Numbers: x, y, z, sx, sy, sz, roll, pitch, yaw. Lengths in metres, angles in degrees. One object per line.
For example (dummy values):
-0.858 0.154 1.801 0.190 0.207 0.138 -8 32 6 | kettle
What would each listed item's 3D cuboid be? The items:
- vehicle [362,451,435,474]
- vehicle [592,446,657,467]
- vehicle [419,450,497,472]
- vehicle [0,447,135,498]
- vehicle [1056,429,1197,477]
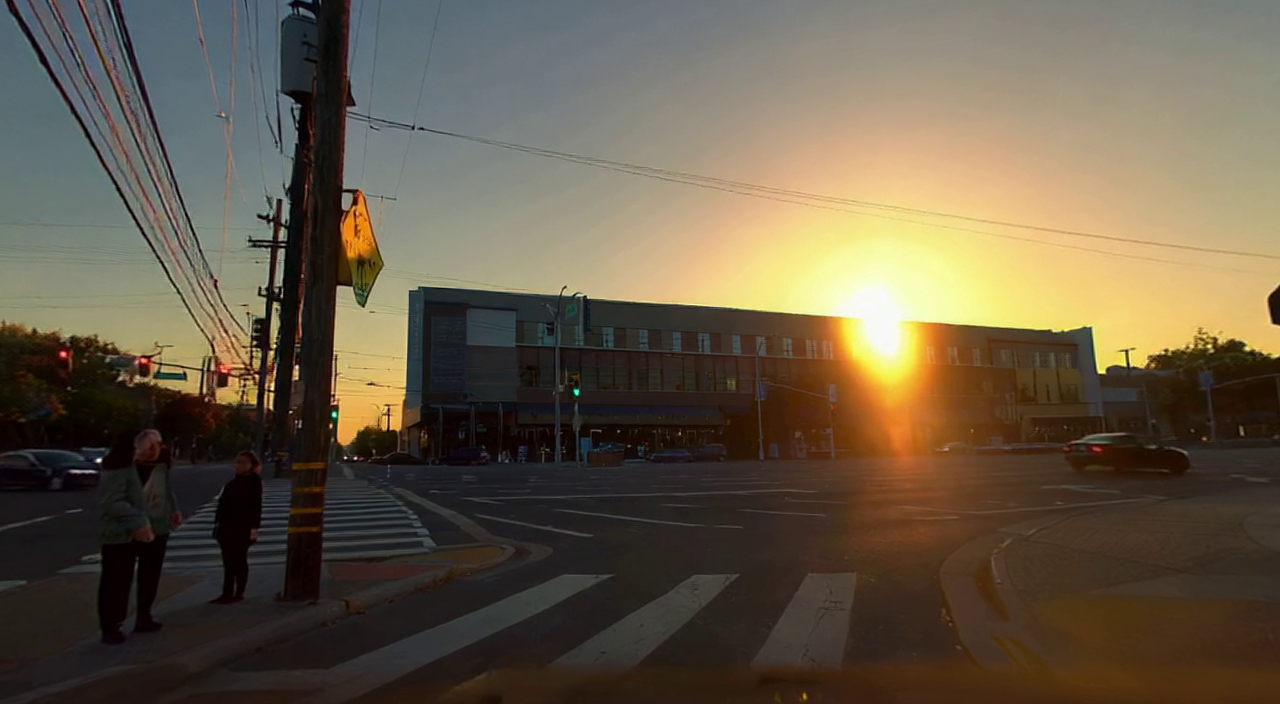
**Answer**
-17.224 7.850 45.098 4.623 1.471 1.805 4 -9 -26 | vehicle
-1.147 7.550 45.810 4.391 1.451 1.717 4 -9 -26 | vehicle
-12.590 7.516 43.737 4.837 1.407 1.818 4 -9 -26 | vehicle
-18.932 3.774 20.188 4.700 1.479 2.095 -3 -9 20 | vehicle
18.337 3.782 23.830 4.530 1.648 2.075 3 -9 -22 | vehicle
